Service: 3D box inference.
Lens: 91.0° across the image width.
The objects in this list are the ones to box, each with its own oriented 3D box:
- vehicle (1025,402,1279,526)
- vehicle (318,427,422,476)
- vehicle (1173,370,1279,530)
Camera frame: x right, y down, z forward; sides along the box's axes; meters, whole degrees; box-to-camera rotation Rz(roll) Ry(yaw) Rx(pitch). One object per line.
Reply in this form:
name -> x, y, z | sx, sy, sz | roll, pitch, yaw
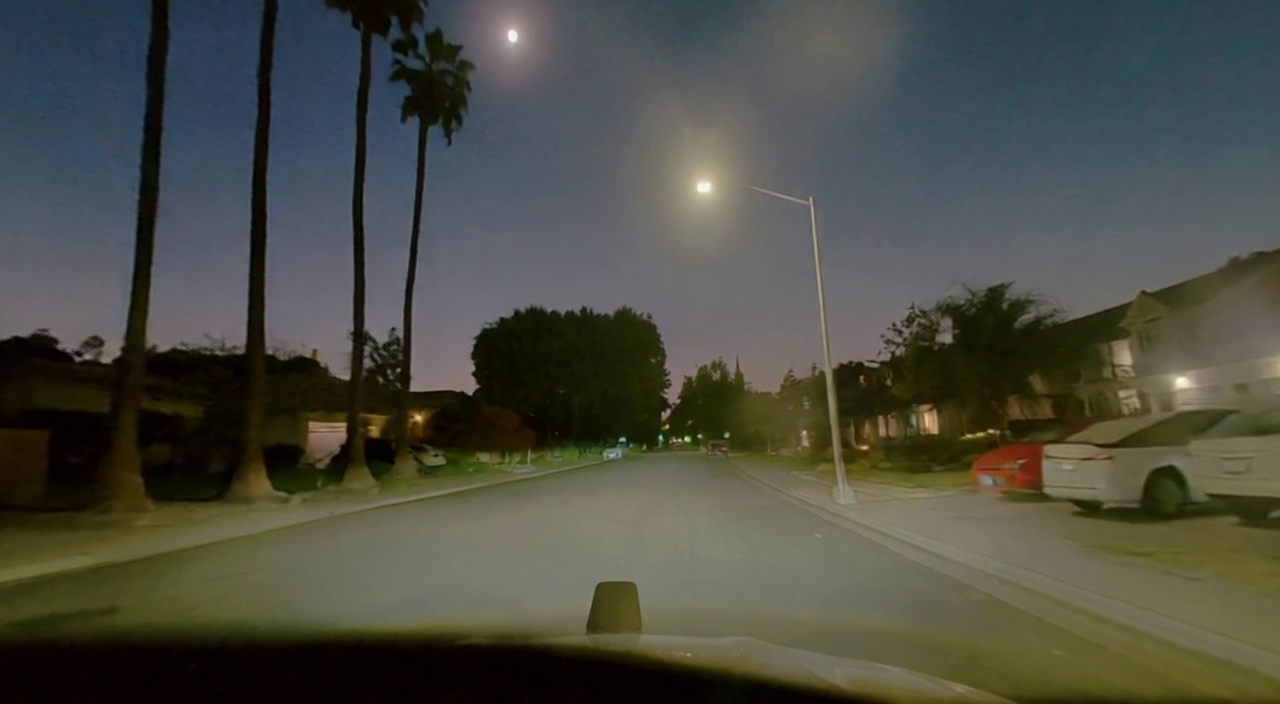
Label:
vehicle -> 9.418, 1.821, 10.556 | 4.606, 1.818, 2.054 | 1, -8, -5
vehicle -> -12.689, 4.741, 29.786 | 3.918, 1.719, 1.988 | -3, -21, 0
vehicle -> 10.184, 1.241, 8.026 | 5.050, 1.896, 2.041 | 1, -8, -5
